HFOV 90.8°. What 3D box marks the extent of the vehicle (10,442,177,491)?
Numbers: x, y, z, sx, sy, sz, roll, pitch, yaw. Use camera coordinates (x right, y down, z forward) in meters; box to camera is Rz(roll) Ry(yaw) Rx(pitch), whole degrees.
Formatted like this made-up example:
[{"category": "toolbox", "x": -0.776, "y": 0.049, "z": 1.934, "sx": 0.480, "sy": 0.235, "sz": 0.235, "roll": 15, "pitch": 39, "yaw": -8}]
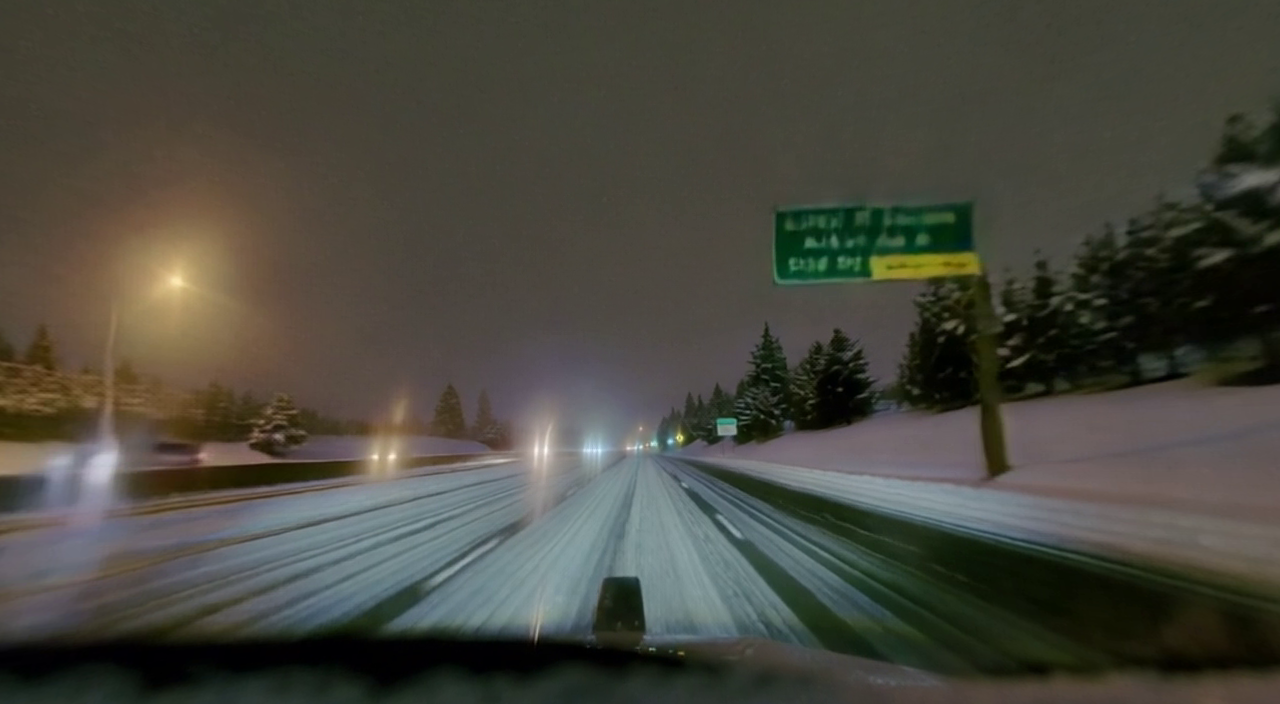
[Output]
[{"category": "vehicle", "x": -21.121, "y": 4.414, "z": 24.750, "sx": 2.197, "sy": 1.703, "sz": 4.795, "roll": 0, "pitch": -9, "yaw": 0}]
